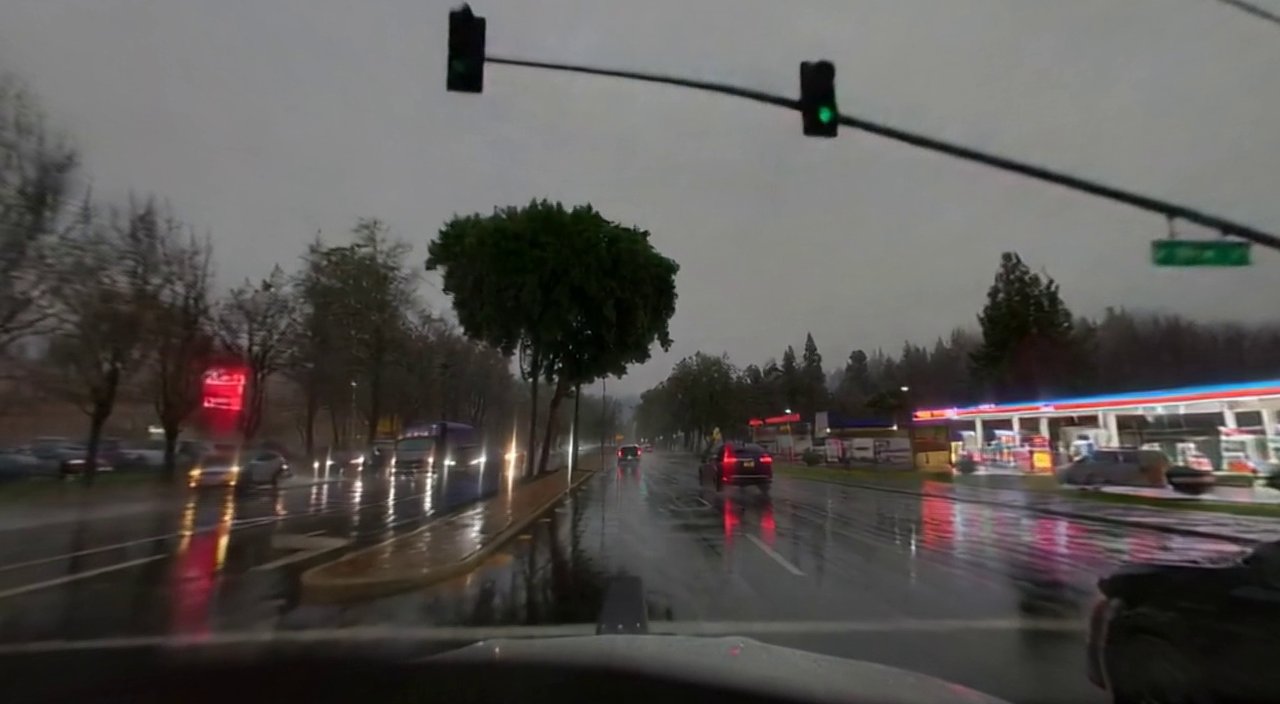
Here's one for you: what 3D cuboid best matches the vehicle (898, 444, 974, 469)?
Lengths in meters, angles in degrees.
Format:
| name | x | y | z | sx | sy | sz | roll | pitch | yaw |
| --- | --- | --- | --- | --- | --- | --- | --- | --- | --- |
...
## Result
| name | x | y | z | sx | sy | sz | roll | pitch | yaw |
| --- | --- | --- | --- | --- | --- | --- | --- | --- | --- |
| vehicle | 20.569 | 7.252 | 44.106 | 2.154 | 1.670 | 4.434 | 4 | -9 | -24 |

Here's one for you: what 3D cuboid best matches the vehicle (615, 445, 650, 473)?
| name | x | y | z | sx | sy | sz | roll | pitch | yaw |
| --- | --- | --- | --- | --- | --- | --- | --- | --- | --- |
| vehicle | -0.494 | 6.563 | 38.900 | 2.029 | 1.605 | 3.827 | 0 | -9 | -2 |

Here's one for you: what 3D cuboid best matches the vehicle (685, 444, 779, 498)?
| name | x | y | z | sx | sy | sz | roll | pitch | yaw |
| --- | --- | --- | --- | --- | --- | --- | --- | --- | --- |
| vehicle | 2.722 | 3.648 | 19.809 | 2.061 | 1.487 | 4.462 | 0 | -9 | -3 |

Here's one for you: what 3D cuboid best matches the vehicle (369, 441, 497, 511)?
| name | x | y | z | sx | sy | sz | roll | pitch | yaw |
| --- | --- | --- | --- | --- | --- | --- | --- | --- | --- |
| vehicle | -5.148 | 3.092 | 16.393 | 1.953 | 1.526 | 4.349 | 0 | -8 | -2 |

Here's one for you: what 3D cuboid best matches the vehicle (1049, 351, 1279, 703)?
| name | x | y | z | sx | sy | sz | roll | pitch | yaw |
| --- | --- | --- | --- | --- | --- | --- | --- | --- | --- |
| vehicle | 3.615 | 0.663 | 1.293 | 2.117 | 1.689 | 5.113 | 0 | -9 | 0 |

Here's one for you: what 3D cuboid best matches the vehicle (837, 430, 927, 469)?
| name | x | y | z | sx | sy | sz | roll | pitch | yaw |
| --- | --- | --- | --- | --- | --- | --- | --- | --- | --- |
| vehicle | 16.601 | 6.747 | 43.740 | 2.400 | 2.488 | 5.485 | 4 | -10 | -28 |

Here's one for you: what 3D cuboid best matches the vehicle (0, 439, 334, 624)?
| name | x | y | z | sx | sy | sz | roll | pitch | yaw |
| --- | --- | --- | --- | --- | --- | --- | --- | --- | --- |
| vehicle | -5.428 | 1.773 | 7.433 | 1.972 | 1.466 | 4.493 | 2 | -8 | -9 |
